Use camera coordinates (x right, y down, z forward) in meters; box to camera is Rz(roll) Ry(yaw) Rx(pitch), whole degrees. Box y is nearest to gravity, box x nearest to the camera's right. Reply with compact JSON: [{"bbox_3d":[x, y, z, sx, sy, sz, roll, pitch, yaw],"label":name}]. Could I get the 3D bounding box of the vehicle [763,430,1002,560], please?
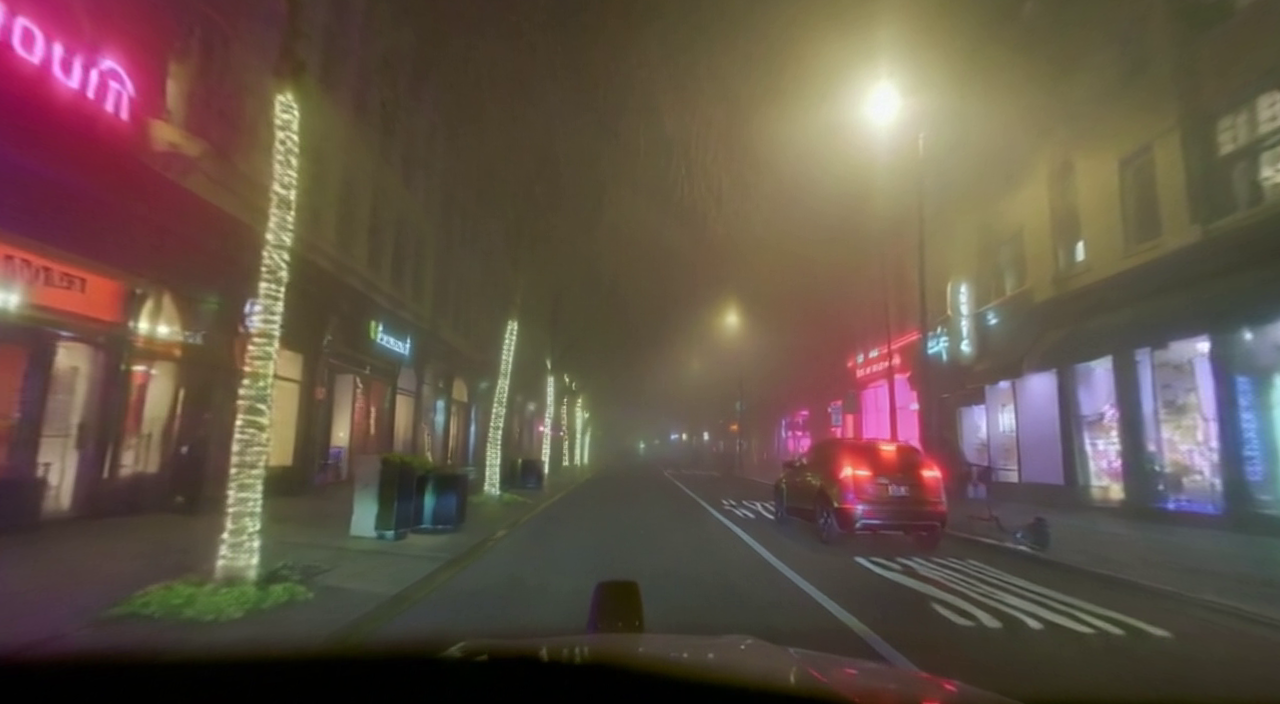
[{"bbox_3d":[3.394,2.072,9.953,1.971,1.559,4.326,0,-8,-1],"label":"vehicle"}]
